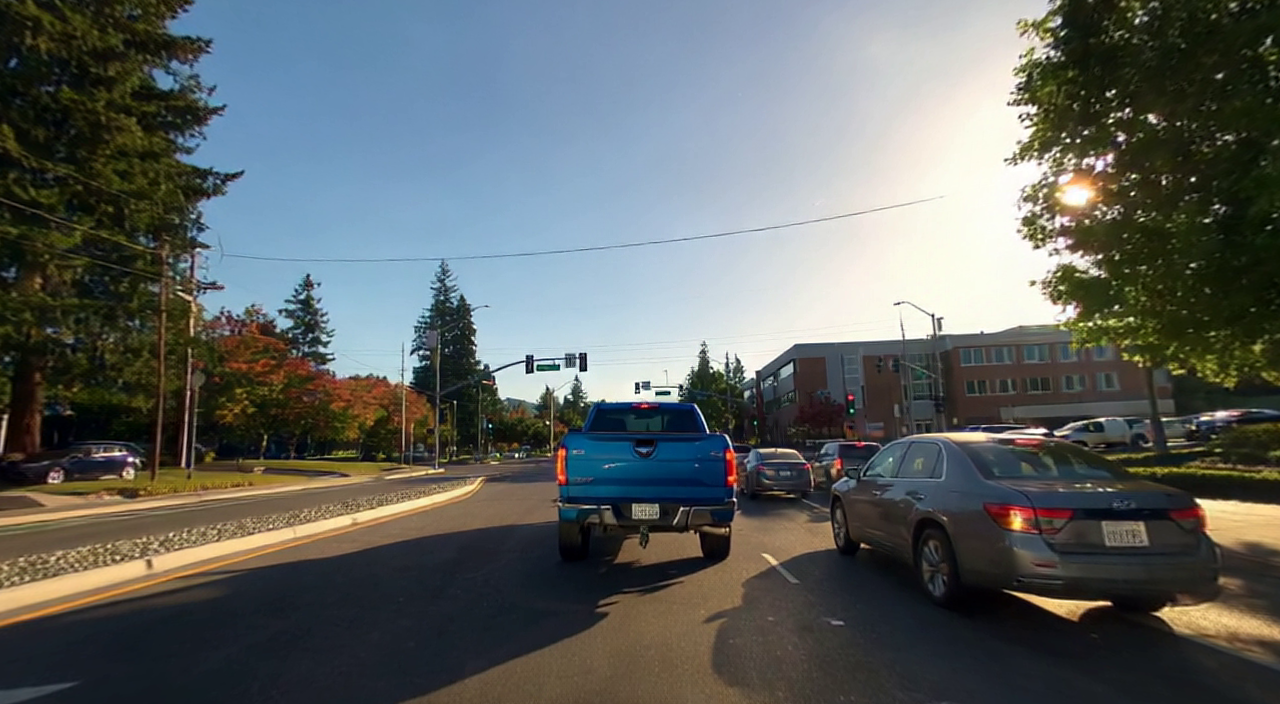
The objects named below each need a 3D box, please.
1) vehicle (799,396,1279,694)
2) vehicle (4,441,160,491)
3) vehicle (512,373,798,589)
[{"bbox_3d":[3.325,1.469,6.203,2.155,1.667,5.162,0,-8,0],"label":"vehicle"},{"bbox_3d":[-21.747,4.426,24.883,2.062,1.764,4.508,0,-8,-2],"label":"vehicle"},{"bbox_3d":[0.148,1.592,8.649,2.636,2.011,5.425,0,-8,0],"label":"vehicle"}]
